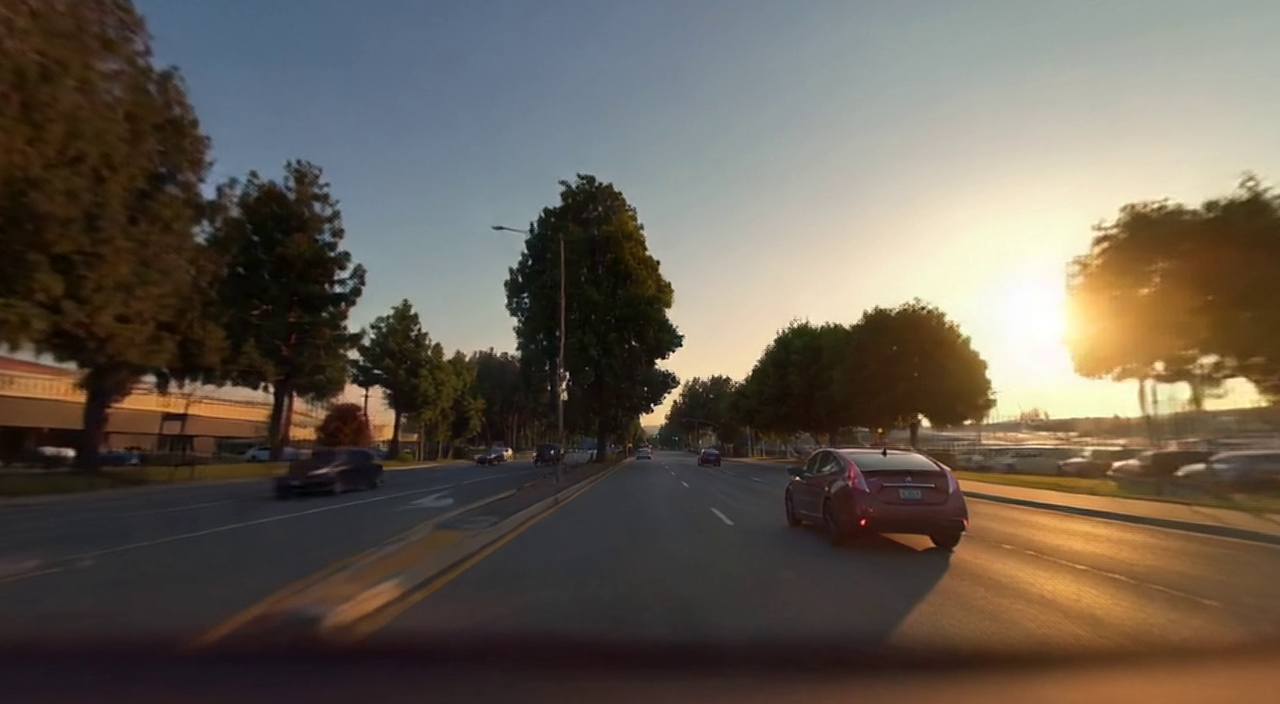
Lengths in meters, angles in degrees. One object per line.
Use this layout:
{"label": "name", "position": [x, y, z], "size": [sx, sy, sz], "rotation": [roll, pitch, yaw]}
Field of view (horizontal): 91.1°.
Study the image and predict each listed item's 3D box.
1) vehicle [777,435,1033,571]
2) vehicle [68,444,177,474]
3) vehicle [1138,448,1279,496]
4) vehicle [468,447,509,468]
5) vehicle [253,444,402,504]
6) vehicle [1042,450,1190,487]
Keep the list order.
{"label": "vehicle", "position": [3.455, 2.032, 9.297], "size": [1.935, 1.501, 4.384], "rotation": [0, -9, 1]}
{"label": "vehicle", "position": [-29.546, 6.109, 35.944], "size": [4.409, 1.676, 1.917], "rotation": [0, -9, -3]}
{"label": "vehicle", "position": [19.231, 3.876, 20.541], "size": [4.127, 1.462, 1.861], "rotation": [-1, -9, 4]}
{"label": "vehicle", "position": [-11.766, 8.234, 49.100], "size": [1.983, 1.567, 4.557], "rotation": [0, -9, 1]}
{"label": "vehicle", "position": [-8.581, 3.357, 17.781], "size": [1.946, 1.464, 4.376], "rotation": [0, -9, 0]}
{"label": "vehicle", "position": [19.818, 4.865, 26.281], "size": [4.504, 1.448, 2.027], "rotation": [0, -9, 0]}
